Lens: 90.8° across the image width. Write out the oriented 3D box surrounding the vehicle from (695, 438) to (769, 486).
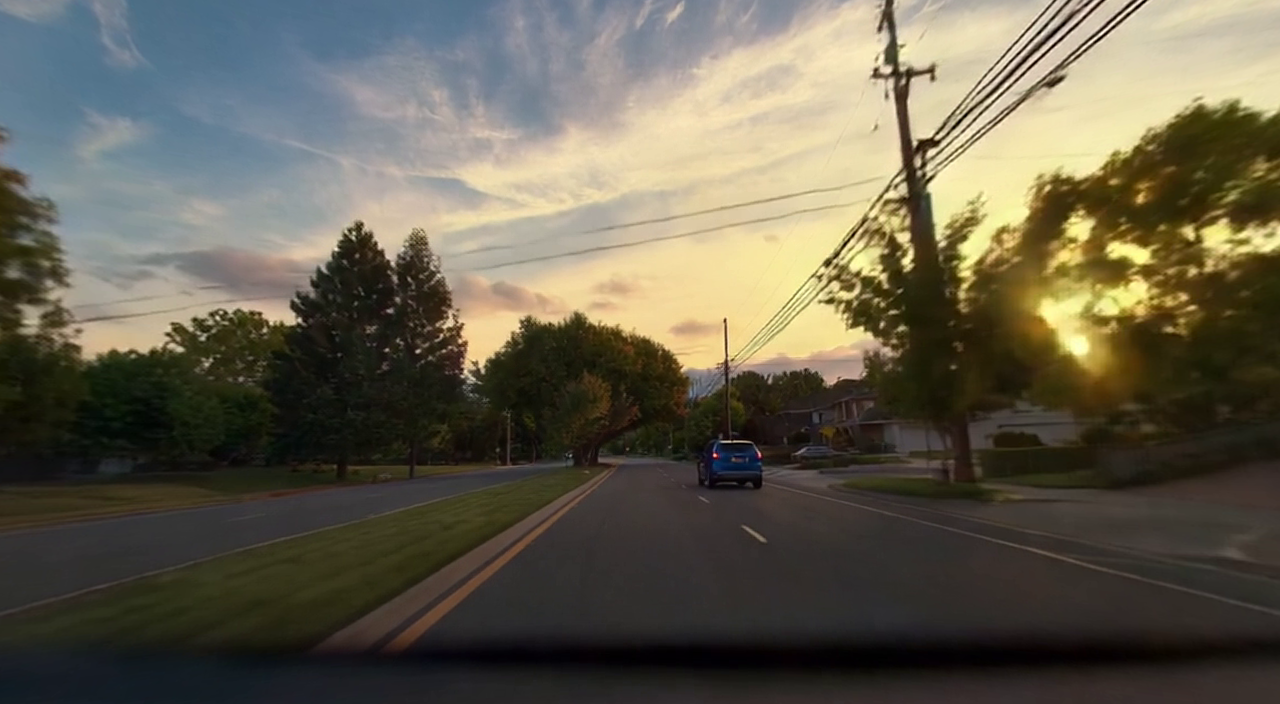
[{"bbox_3d":[3.650,4.459,25.977,2.193,1.777,4.772,0,-9,-1],"label":"vehicle"}]
